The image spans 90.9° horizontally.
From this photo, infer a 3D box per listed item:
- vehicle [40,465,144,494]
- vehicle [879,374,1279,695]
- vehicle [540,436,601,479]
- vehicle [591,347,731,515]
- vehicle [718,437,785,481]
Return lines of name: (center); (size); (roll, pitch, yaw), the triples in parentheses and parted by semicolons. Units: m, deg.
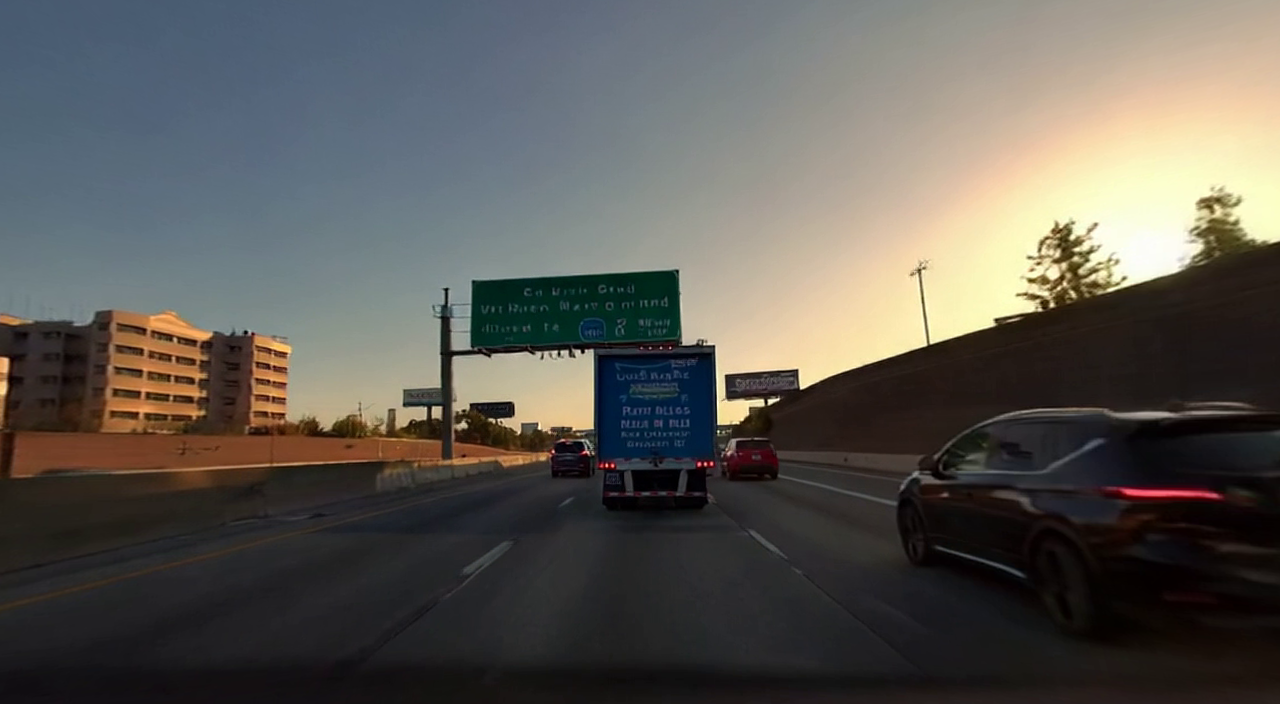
vehicle: (-32.757, 7.590, 37.868); (1.822, 1.448, 4.498); (-2, -8, 9)
vehicle: (3.981, 1.286, 5.617); (1.986, 1.718, 4.296); (0, -8, 0)
vehicle: (-3.009, 4.693, 28.318); (2.030, 1.757, 4.509); (-1, -8, 2)
vehicle: (0.481, 2.162, 16.747); (2.733, 3.296, 8.571); (0, -8, 1)
vehicle: (4.568, 4.448, 26.537); (2.066, 1.692, 4.339); (0, -8, 0)
